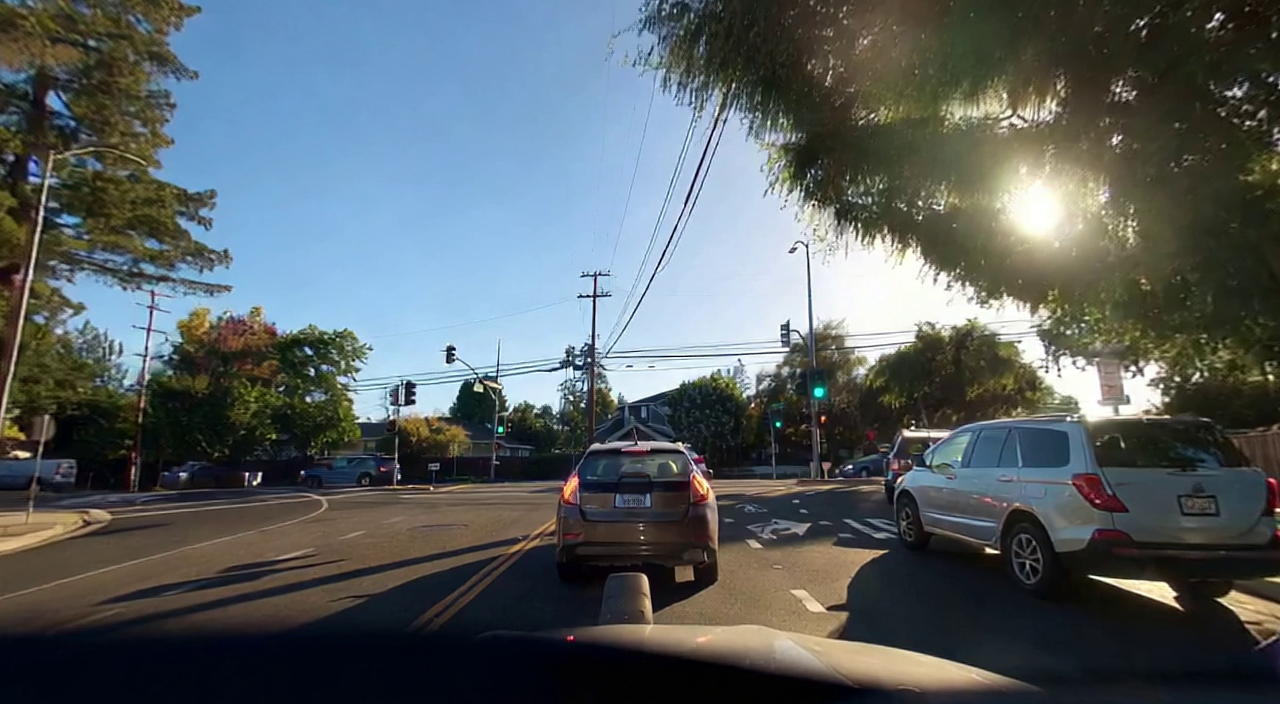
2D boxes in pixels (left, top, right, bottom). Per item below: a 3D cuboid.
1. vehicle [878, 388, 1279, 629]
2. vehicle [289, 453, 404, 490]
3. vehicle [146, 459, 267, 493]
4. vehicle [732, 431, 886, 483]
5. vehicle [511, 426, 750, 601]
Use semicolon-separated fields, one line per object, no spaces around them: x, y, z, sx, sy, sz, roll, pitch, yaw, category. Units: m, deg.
4.618;1.566;7.383;2.095;1.836;4.895;-1;-8;5;vehicle
-13.776;5.595;29.660;4.485;1.625;1.980;-2;-9;9;vehicle
-21.064;6.003;30.673;4.736;1.475;1.921;-2;-8;9;vehicle
6.798;4.321;26.123;5.857;2.016;2.273;-1;-8;7;vehicle
-0.019;1.744;7.826;2.078;1.506;4.512;0;-8;2;vehicle
